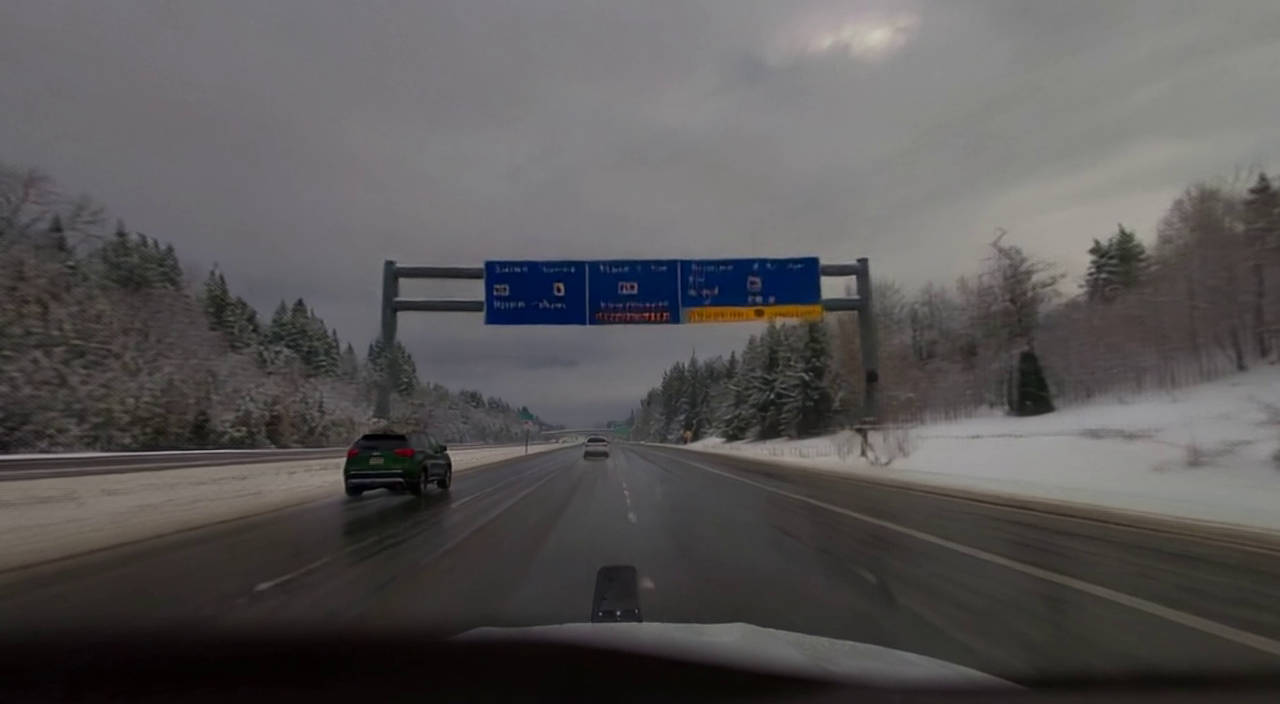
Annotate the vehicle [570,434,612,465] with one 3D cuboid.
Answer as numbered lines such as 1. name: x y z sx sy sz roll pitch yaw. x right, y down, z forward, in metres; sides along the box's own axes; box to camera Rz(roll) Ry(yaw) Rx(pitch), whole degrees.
1. vehicle: -2.541 5.168 33.500 2.010 1.534 4.013 0 -8 -2

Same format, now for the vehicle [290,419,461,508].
1. vehicle: -5.758 2.457 14.447 2.111 1.689 4.505 0 -8 -2
